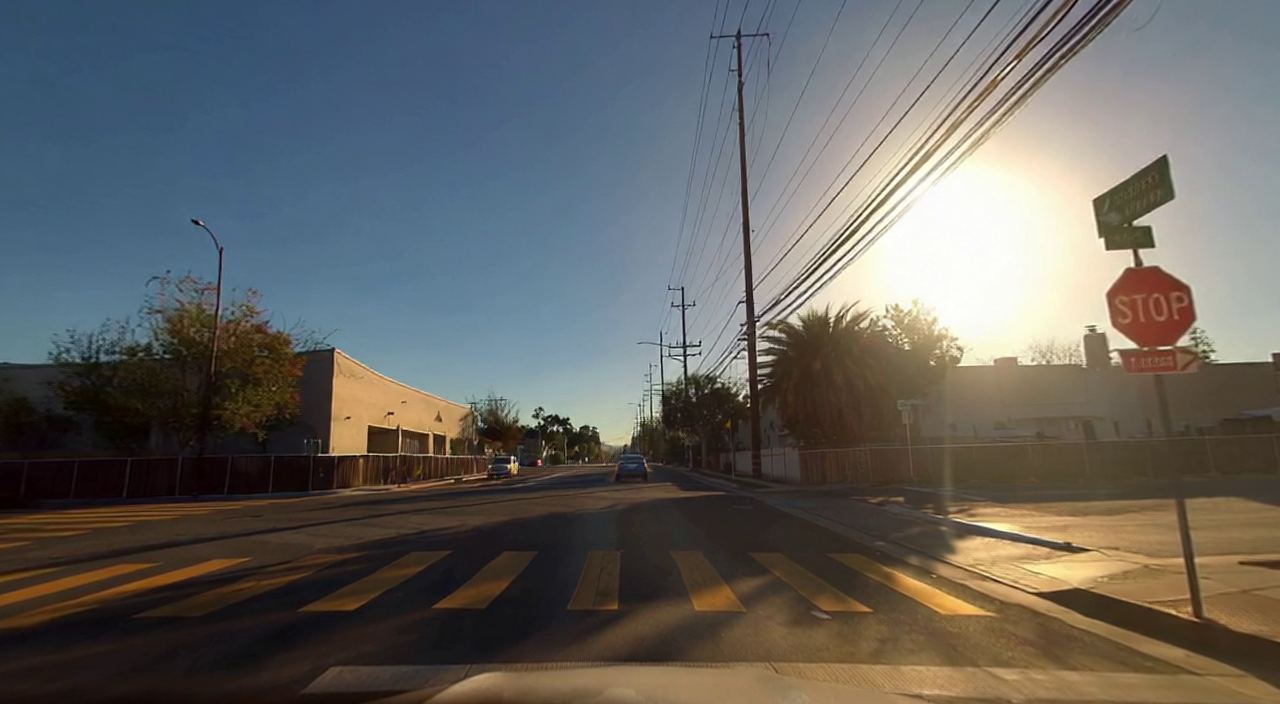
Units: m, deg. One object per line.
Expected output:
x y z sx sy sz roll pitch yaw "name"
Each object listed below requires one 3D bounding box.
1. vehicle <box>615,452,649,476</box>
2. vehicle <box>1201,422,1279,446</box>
-0.487 7.294 41.384 2.064 1.477 3.968 0 -9 0 "vehicle"
44.582 6.032 46.200 2.251 1.596 5.193 -1 -8 0 "vehicle"
